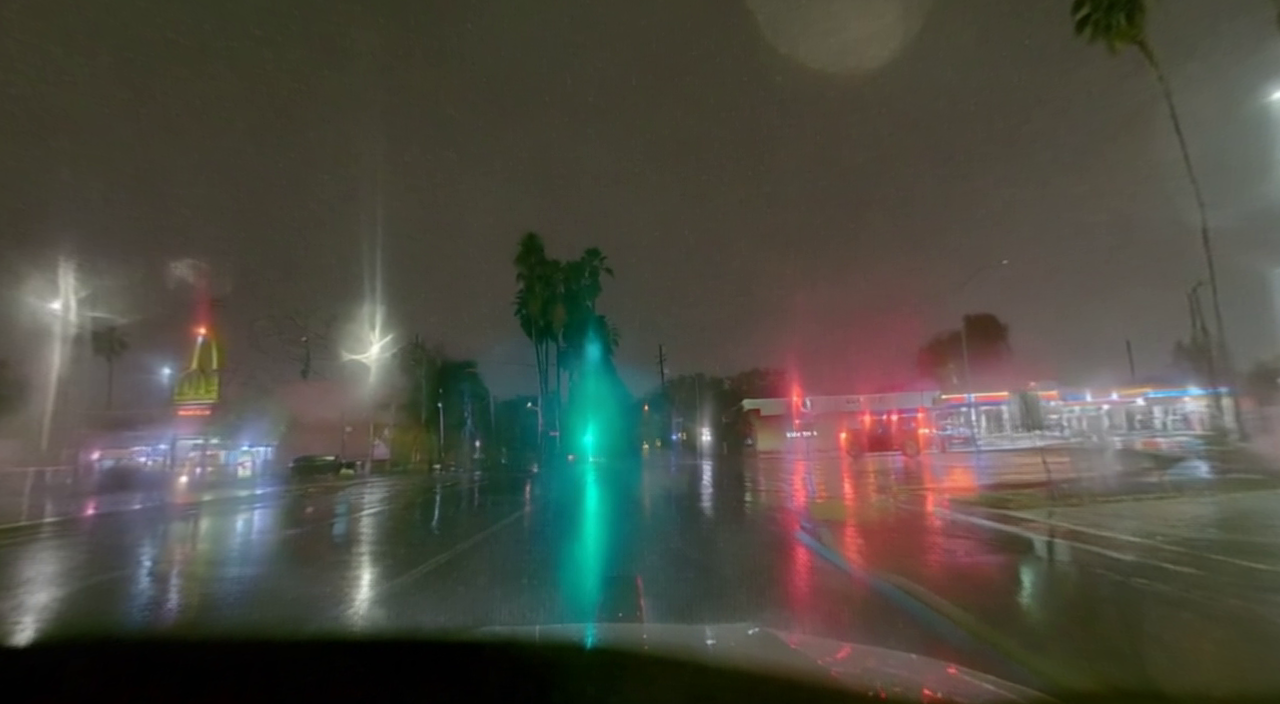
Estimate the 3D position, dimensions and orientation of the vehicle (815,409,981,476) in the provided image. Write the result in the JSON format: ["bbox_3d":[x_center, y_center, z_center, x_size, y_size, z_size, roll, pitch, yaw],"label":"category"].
[{"bbox_3d":[8.667,3.092,21.480,4.640,1.800,2.026,-5,-8,0],"label":"vehicle"}]

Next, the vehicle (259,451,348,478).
[{"bbox_3d":[-25.936,8.710,48.637,5.803,1.632,2.173,-4,-7,3],"label":"vehicle"}]
